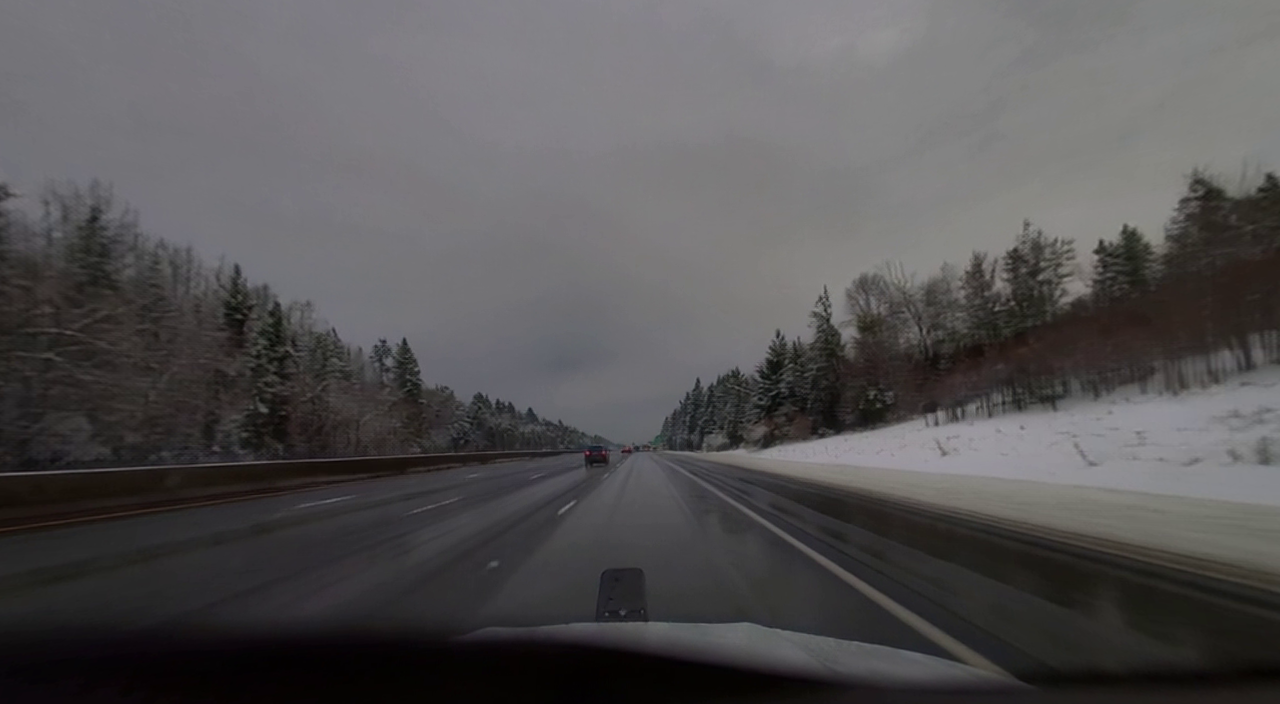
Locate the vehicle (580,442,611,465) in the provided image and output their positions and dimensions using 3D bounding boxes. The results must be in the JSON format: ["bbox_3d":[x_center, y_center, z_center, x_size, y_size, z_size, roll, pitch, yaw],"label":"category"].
[{"bbox_3d":[-3.281,7.531,46.919,1.993,1.589,3.898,0,-8,0],"label":"vehicle"}]
